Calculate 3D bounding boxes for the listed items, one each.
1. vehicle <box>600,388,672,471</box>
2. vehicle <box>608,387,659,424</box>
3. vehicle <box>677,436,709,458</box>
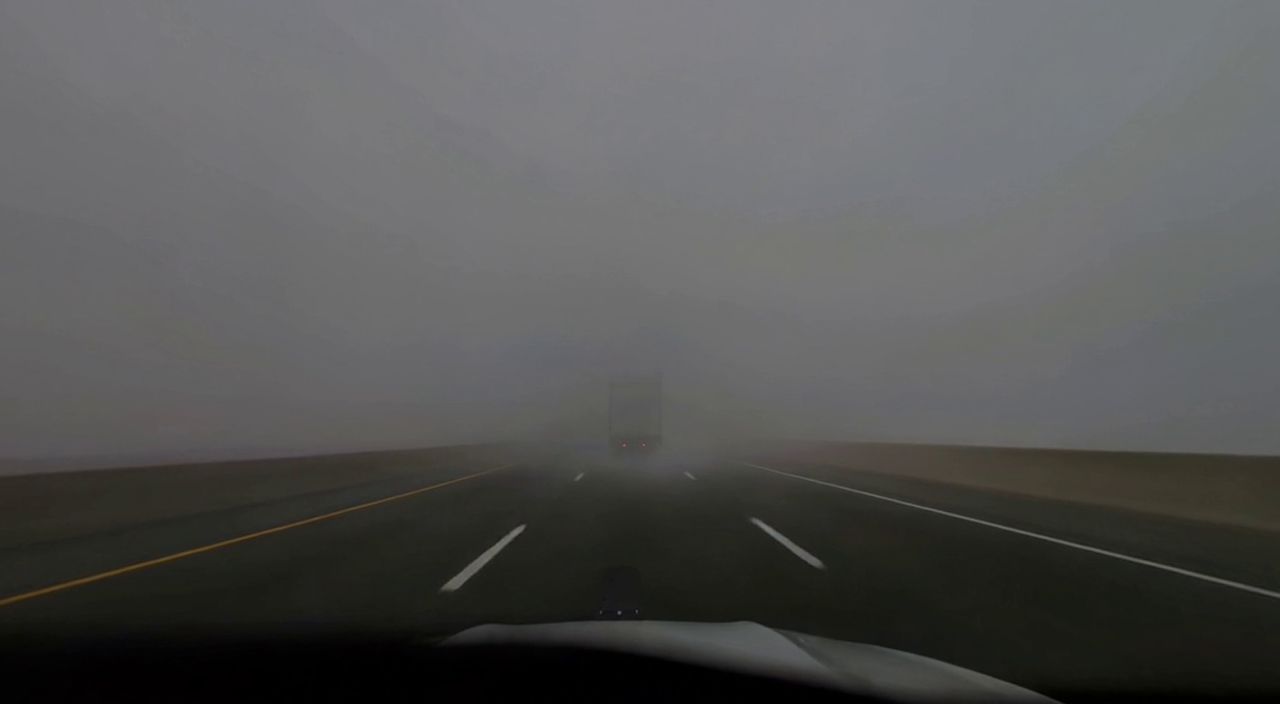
[{"bbox_3d":[-0.362,4.081,32.796,2.953,3.406,13.372,0,-7,-2],"label":"vehicle"},{"bbox_3d":[-0.277,2.471,28.264,2.112,1.472,4.240,0,-8,0],"label":"vehicle"},{"bbox_3d":[3.705,6.743,44.812,1.910,1.492,4.324,0,-8,0],"label":"vehicle"}]
